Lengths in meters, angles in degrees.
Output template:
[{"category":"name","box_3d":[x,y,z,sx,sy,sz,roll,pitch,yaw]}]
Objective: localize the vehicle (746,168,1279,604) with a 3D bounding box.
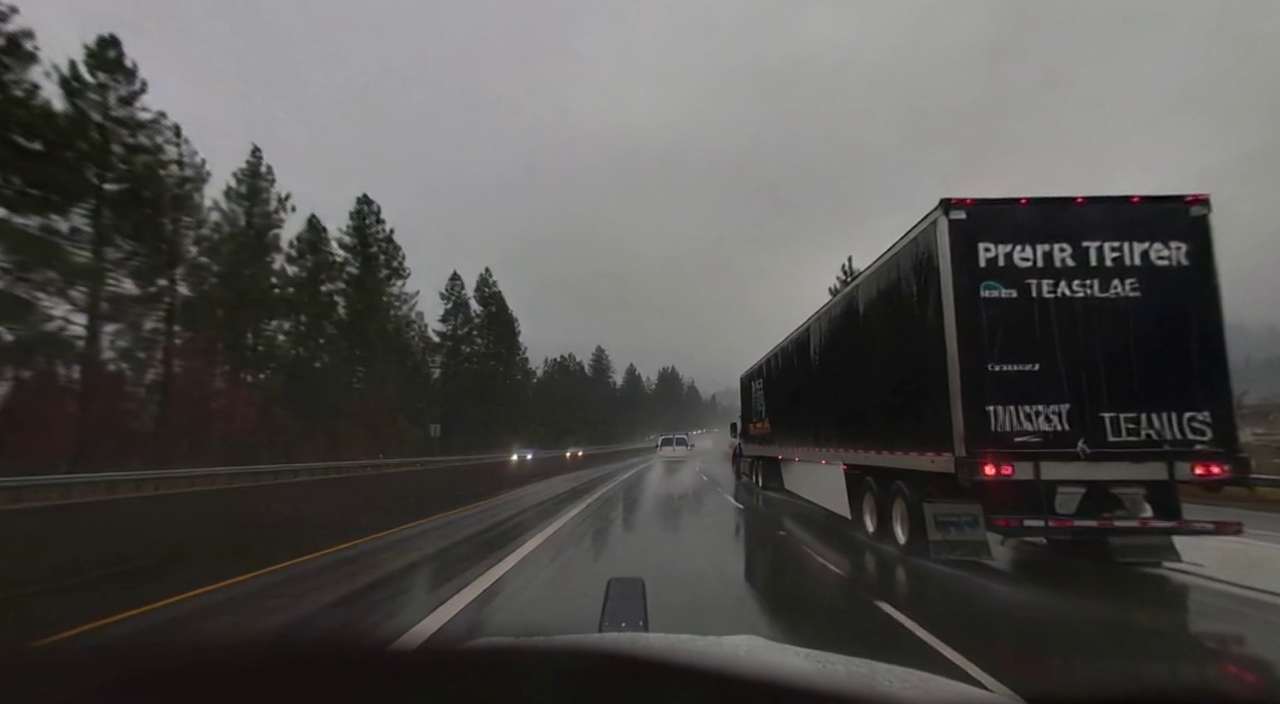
[{"category":"vehicle","box_3d":[5.048,1.422,14.260,2.899,4.160,16.621,0,-8,2]}]

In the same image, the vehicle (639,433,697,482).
[{"category":"vehicle","box_3d":[1.168,4.380,26.572,2.222,1.848,4.610,0,-8,3]}]
